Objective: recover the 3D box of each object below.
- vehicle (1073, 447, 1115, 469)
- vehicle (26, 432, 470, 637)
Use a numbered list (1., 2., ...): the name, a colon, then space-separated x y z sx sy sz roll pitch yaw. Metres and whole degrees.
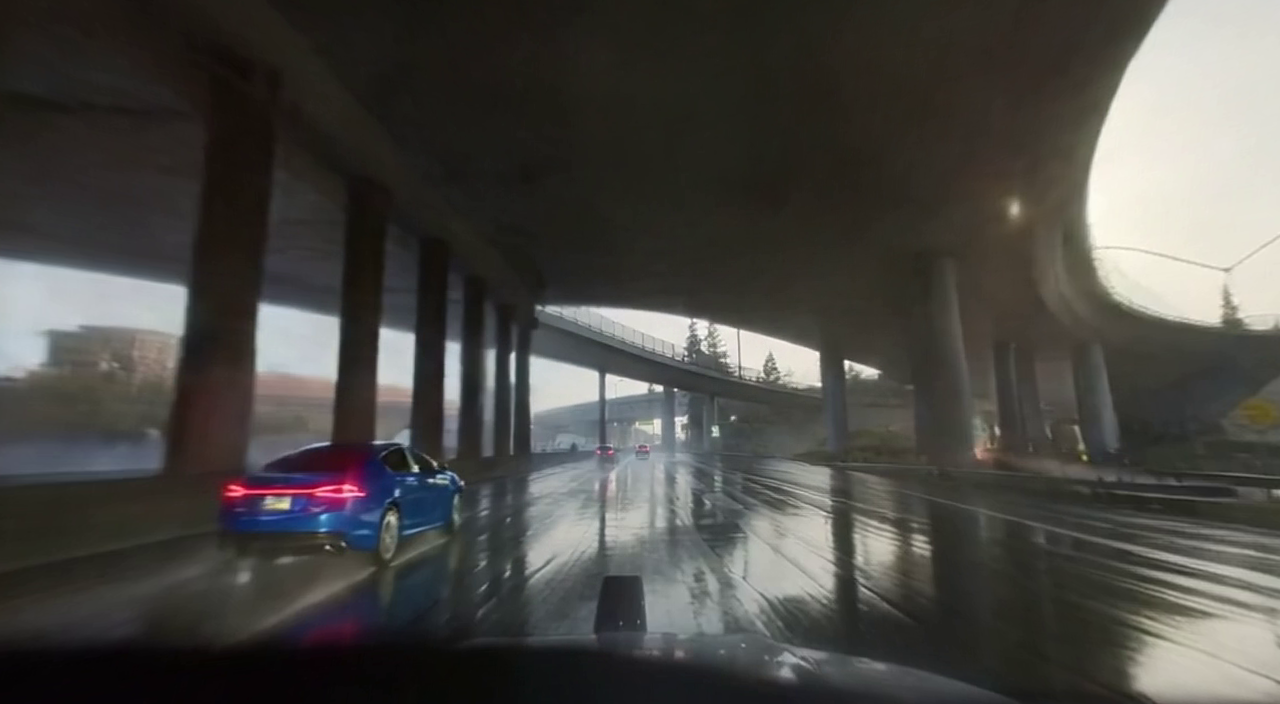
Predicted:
1. vehicle: 35.258 8.178 48.884 2.090 1.623 4.125 -7 -11 41
2. vehicle: -3.474 1.662 6.783 2.044 1.478 4.114 0 -9 1
